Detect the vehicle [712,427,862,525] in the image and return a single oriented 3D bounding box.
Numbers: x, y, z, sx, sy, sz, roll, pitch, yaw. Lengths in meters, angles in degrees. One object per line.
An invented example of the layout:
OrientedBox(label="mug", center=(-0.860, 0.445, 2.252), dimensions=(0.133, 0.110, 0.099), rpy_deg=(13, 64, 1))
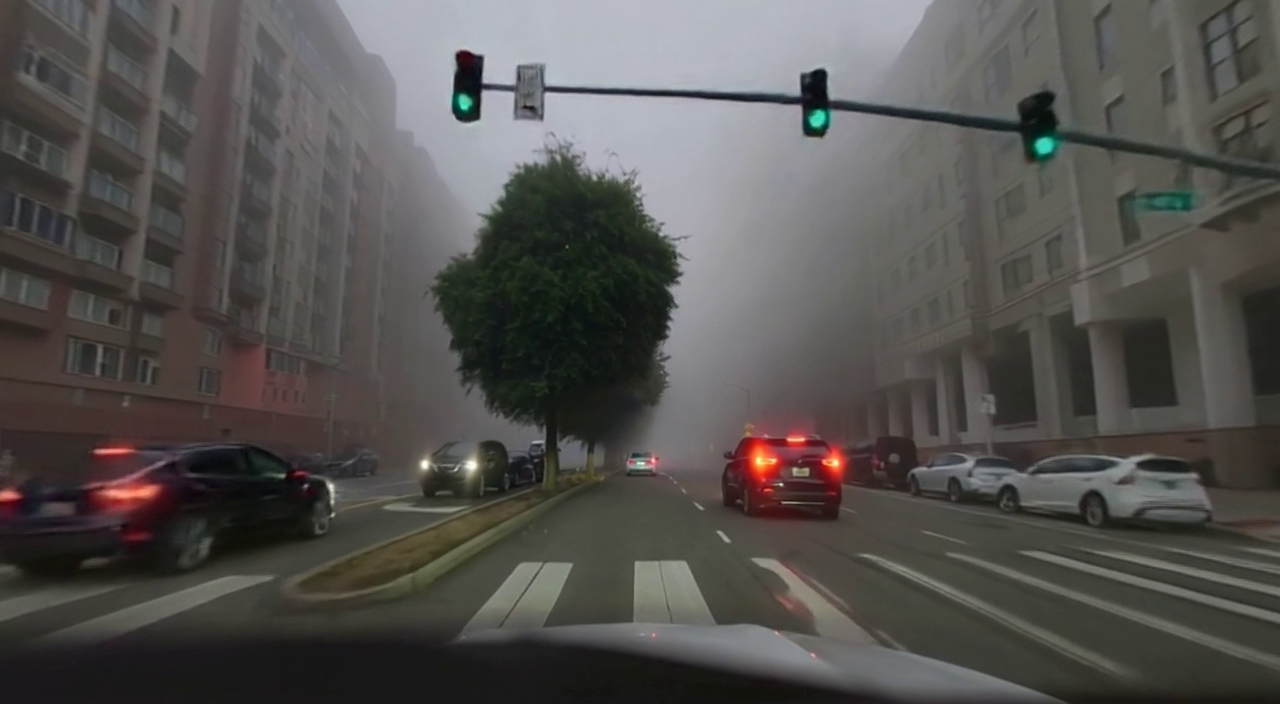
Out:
OrientedBox(label="vehicle", center=(3.088, 2.715, 14.482), dimensions=(2.129, 1.844, 4.767), rpy_deg=(0, -8, -2))

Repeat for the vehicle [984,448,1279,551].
OrientedBox(label="vehicle", center=(9.068, 2.640, 12.238), dimensions=(1.962, 1.542, 4.999), rpy_deg=(0, -8, 0))

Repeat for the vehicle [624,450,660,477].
OrientedBox(label="vehicle", center=(0.075, 6.833, 38.971), dimensions=(2.059, 1.492, 4.033), rpy_deg=(0, -8, -2))

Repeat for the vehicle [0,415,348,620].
OrientedBox(label="vehicle", center=(-5.514, 1.672, 7.267), dimensions=(2.062, 1.532, 4.830), rpy_deg=(-2, -9, 0))

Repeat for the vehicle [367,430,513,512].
OrientedBox(label="vehicle", center=(-4.995, 3.049, 16.729), dimensions=(2.275, 1.816, 4.923), rpy_deg=(0, -8, -1))

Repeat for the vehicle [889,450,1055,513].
OrientedBox(label="vehicle", center=(8.976, 3.507, 17.692), dimensions=(1.953, 1.455, 4.883), rpy_deg=(0, -8, -1))
